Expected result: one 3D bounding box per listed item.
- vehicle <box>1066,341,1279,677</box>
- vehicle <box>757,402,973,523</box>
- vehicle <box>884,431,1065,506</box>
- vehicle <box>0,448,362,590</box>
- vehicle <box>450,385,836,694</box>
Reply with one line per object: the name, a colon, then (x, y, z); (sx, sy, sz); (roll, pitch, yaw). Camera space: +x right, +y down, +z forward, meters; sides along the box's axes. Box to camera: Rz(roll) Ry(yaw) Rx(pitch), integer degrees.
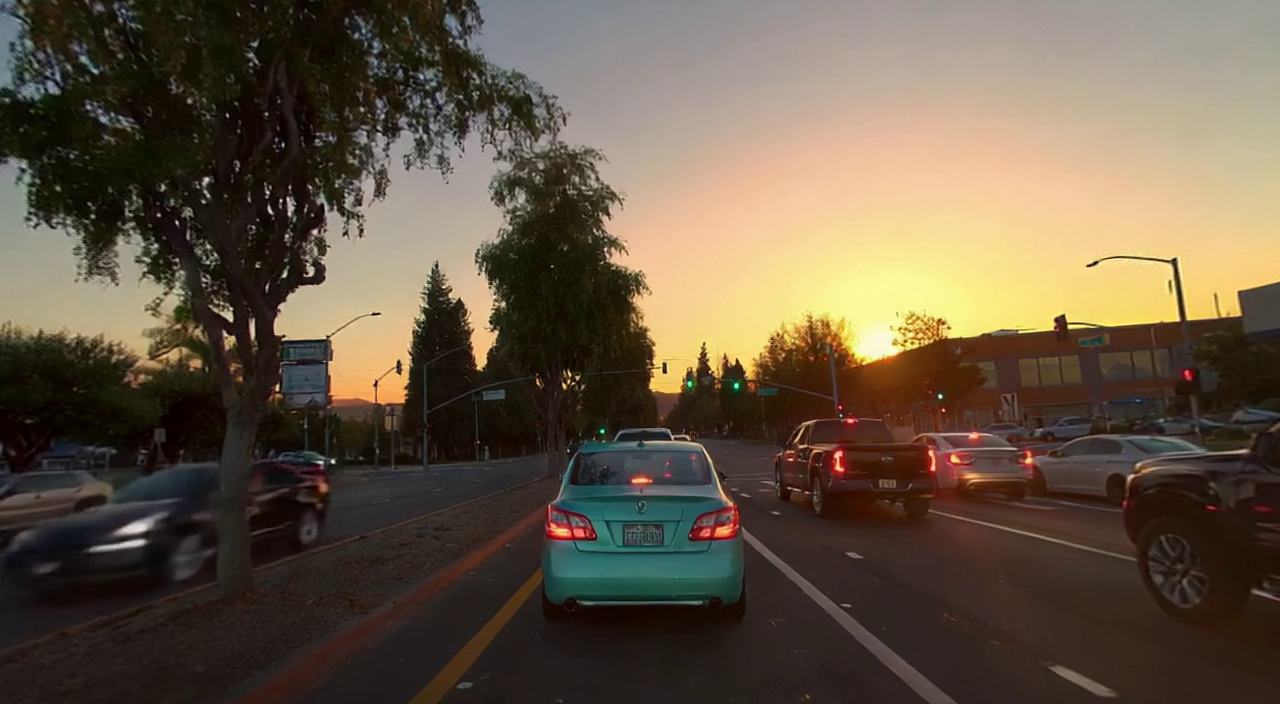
vehicle: (4.458, 0.746, 2.738); (2.019, 1.803, 4.634); (-1, -8, 1)
vehicle: (4.176, 2.202, 13.109); (2.319, 1.930, 5.651); (0, -8, -1)
vehicle: (7.603, 2.678, 14.955); (1.856, 1.487, 4.454); (0, -8, 0)
vehicle: (-6.153, 2.175, 9.161); (2.157, 1.492, 4.411); (-1, -8, 1)
vehicle: (-0.015, 1.315, 5.531); (2.116, 1.677, 3.948); (0, -8, -1)
